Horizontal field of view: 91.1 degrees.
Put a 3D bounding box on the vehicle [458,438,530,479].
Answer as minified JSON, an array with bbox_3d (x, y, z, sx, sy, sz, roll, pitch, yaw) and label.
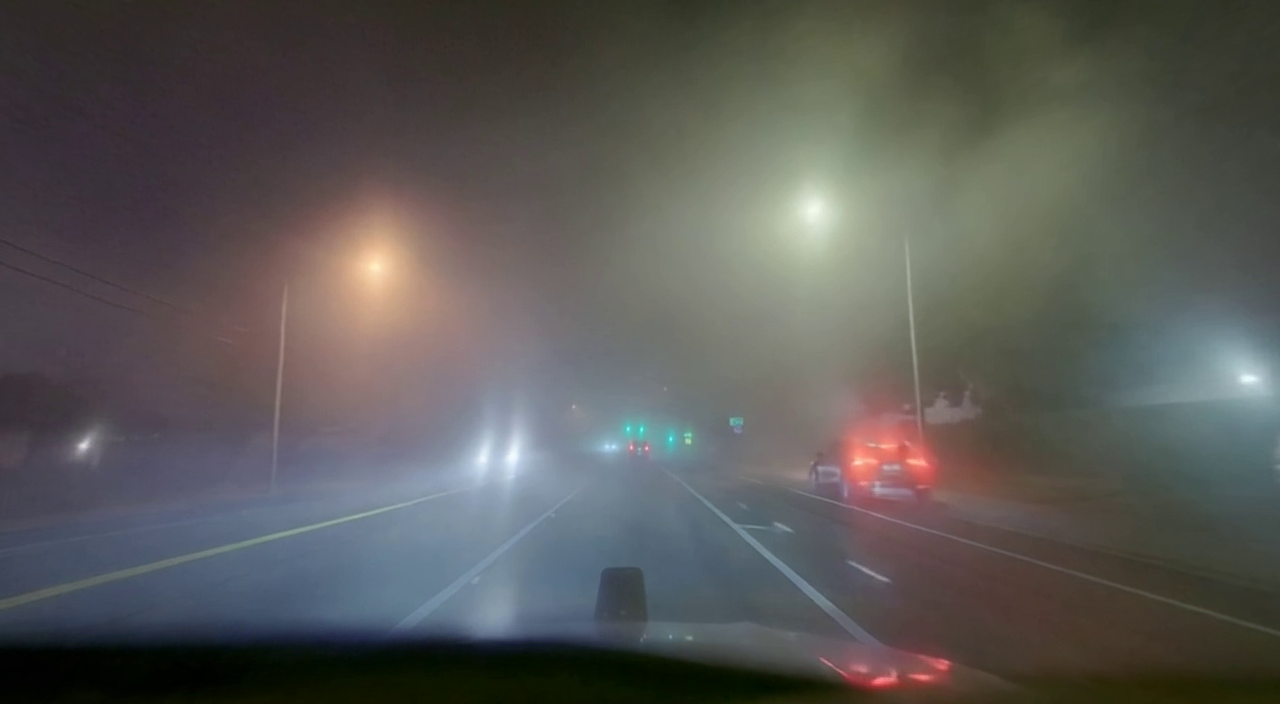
[{"bbox_3d":[-7.354,5.453,32.371,2.325,1.877,5.690,-1,-9,1],"label":"vehicle"}]

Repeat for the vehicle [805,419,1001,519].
[{"bbox_3d":[5.441,2.493,13.920,2.114,1.799,4.960,0,-9,-1],"label":"vehicle"}]
